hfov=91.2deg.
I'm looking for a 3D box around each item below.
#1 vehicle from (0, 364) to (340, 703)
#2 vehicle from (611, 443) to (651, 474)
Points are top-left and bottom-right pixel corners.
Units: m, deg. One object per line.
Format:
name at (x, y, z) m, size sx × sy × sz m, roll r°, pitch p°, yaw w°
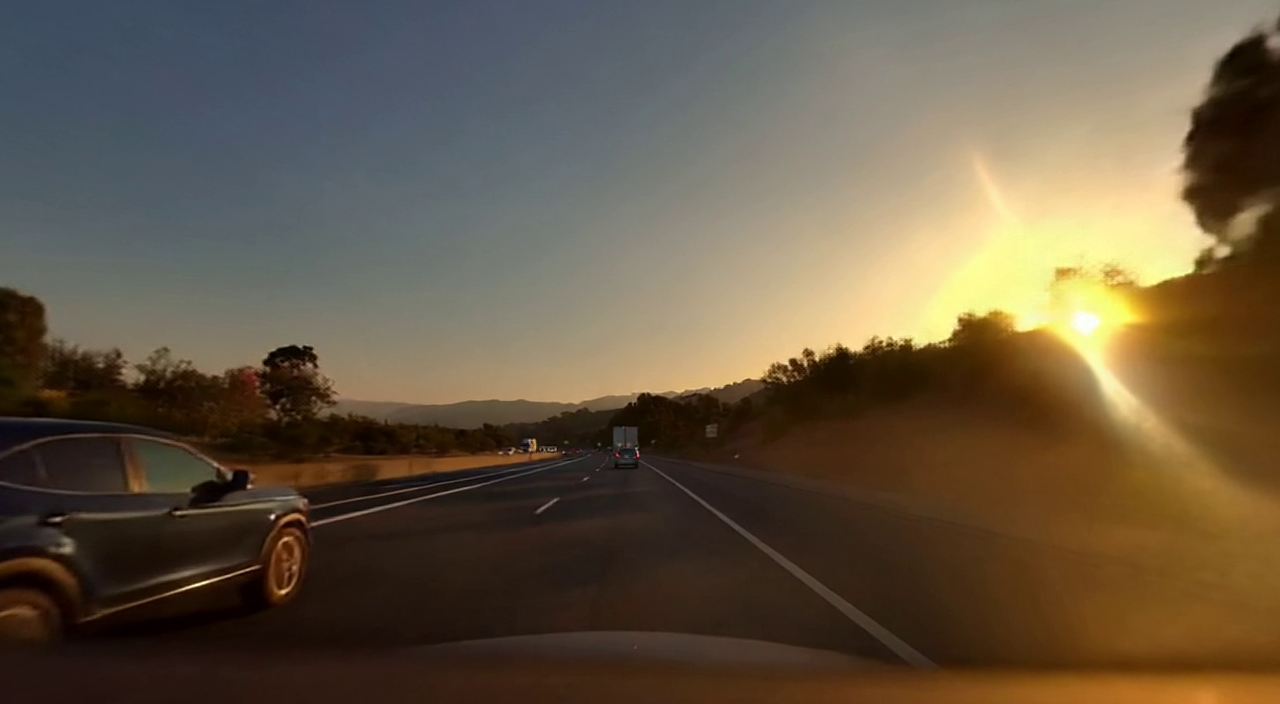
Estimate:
vehicle at (-3.979, 1.019, 3.616) m, size 2.181 × 1.653 × 4.691 m, roll 0°, pitch -9°, yaw 0°
vehicle at (-0.530, 6.299, 37.240) m, size 2.230 × 1.715 × 4.243 m, roll 0°, pitch -9°, yaw -1°
